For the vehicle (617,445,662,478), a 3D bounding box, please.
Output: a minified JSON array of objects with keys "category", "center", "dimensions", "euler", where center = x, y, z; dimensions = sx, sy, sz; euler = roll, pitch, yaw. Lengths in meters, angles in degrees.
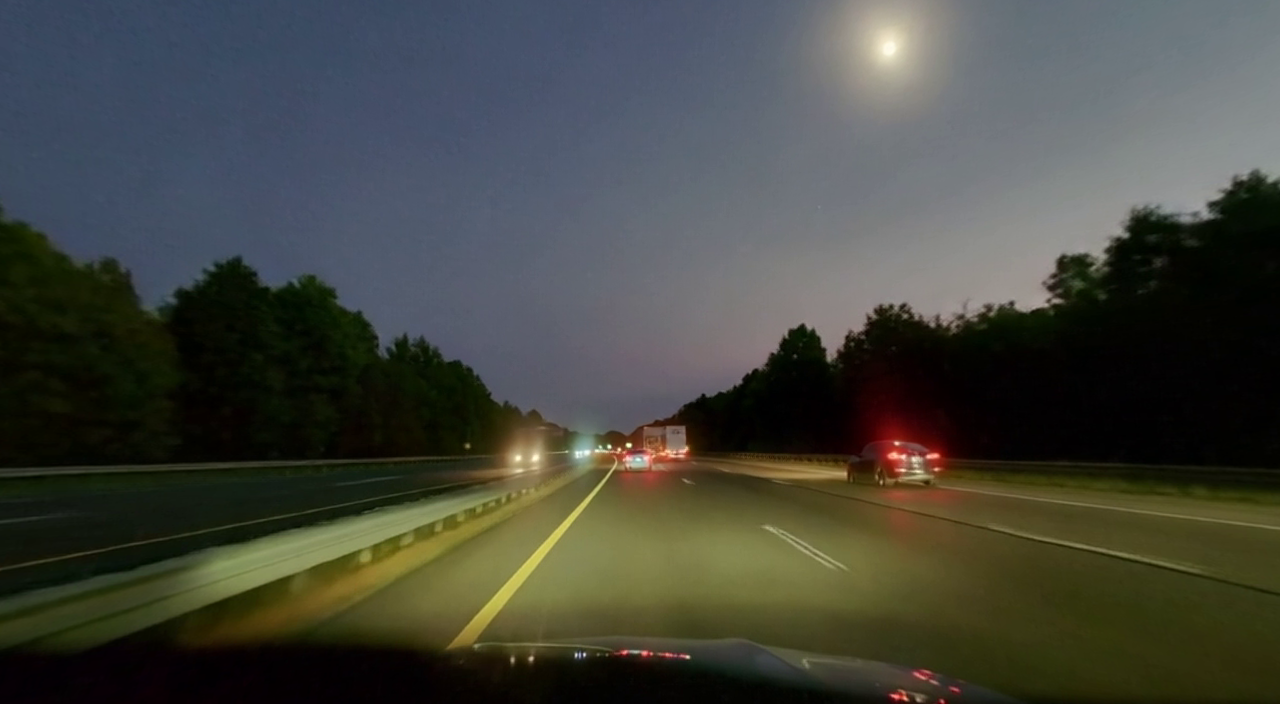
[{"category":"vehicle","center":[-0.055,5.478,31.665],"dimensions":[2.069,1.523,4.012],"euler":[0,-9,-1]}]
